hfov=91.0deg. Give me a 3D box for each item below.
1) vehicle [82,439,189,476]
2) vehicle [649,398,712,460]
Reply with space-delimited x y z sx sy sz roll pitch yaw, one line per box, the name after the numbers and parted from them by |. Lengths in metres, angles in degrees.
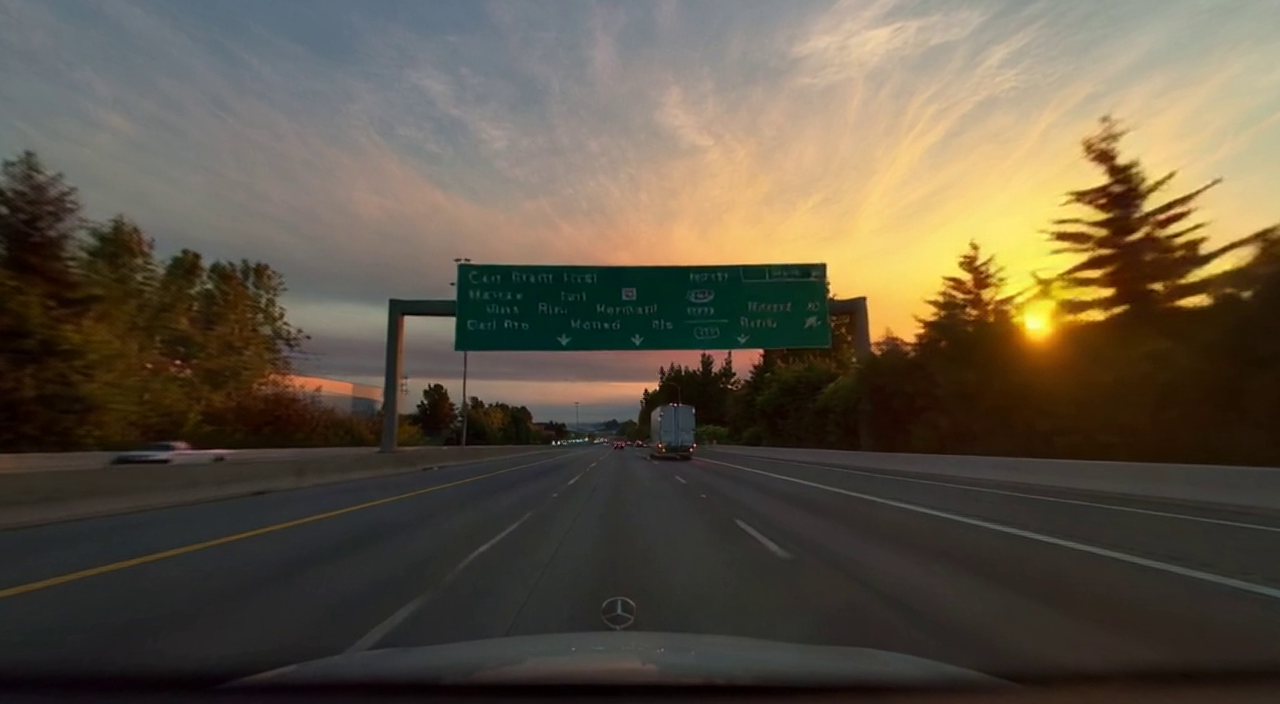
-21.753 4.545 27.333 1.687 1.460 3.630 0 -8 -1 | vehicle
2.823 5.984 47.953 3.828 4.143 10.369 0 -8 -2 | vehicle
